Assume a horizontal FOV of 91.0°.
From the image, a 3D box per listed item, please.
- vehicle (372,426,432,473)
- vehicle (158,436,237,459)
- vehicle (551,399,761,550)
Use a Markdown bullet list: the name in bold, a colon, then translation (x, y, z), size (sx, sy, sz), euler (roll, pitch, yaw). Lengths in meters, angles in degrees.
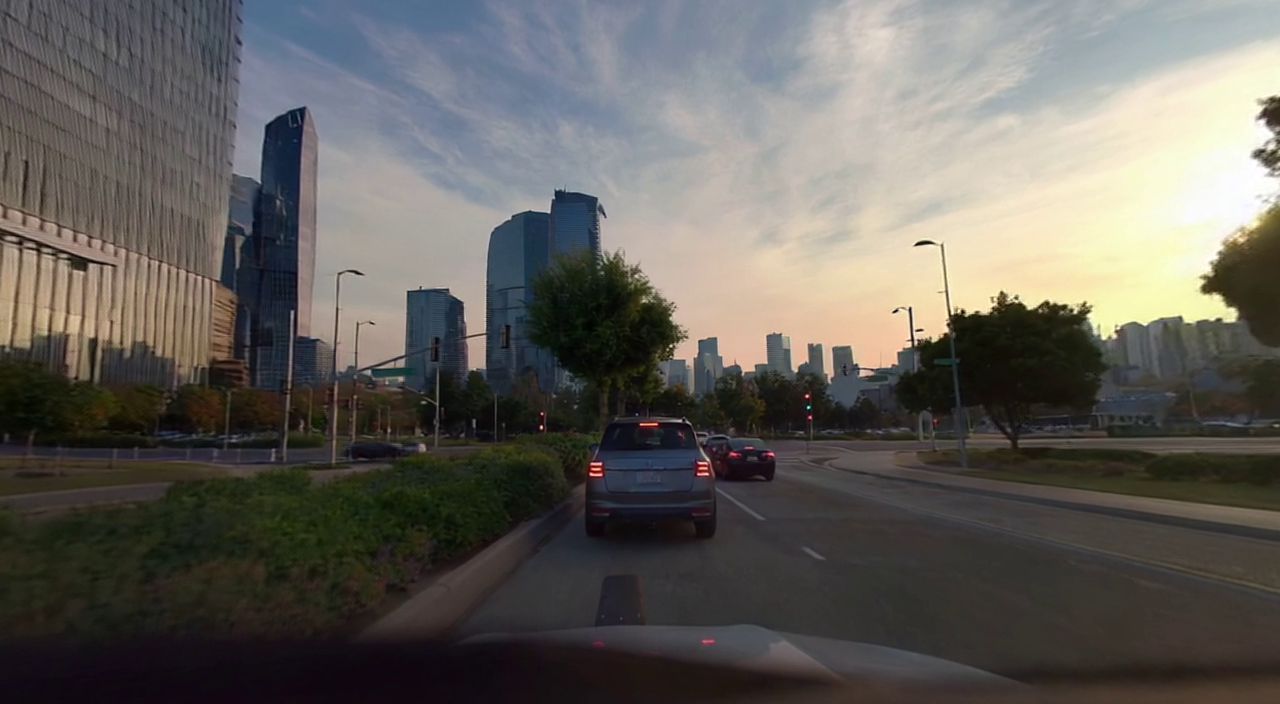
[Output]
- **vehicle**: translation (-13.162, 5.359, 34.771), size (2.717, 2.310, 6.448), euler (3, -9, -21)
- **vehicle**: translation (-34.361, 7.427, 48.962), size (4.622, 1.742, 1.965), euler (0, -9, -1)
- **vehicle**: translation (0.200, 1.874, 10.189), size (2.601, 1.878, 4.535), euler (0, -9, 0)
